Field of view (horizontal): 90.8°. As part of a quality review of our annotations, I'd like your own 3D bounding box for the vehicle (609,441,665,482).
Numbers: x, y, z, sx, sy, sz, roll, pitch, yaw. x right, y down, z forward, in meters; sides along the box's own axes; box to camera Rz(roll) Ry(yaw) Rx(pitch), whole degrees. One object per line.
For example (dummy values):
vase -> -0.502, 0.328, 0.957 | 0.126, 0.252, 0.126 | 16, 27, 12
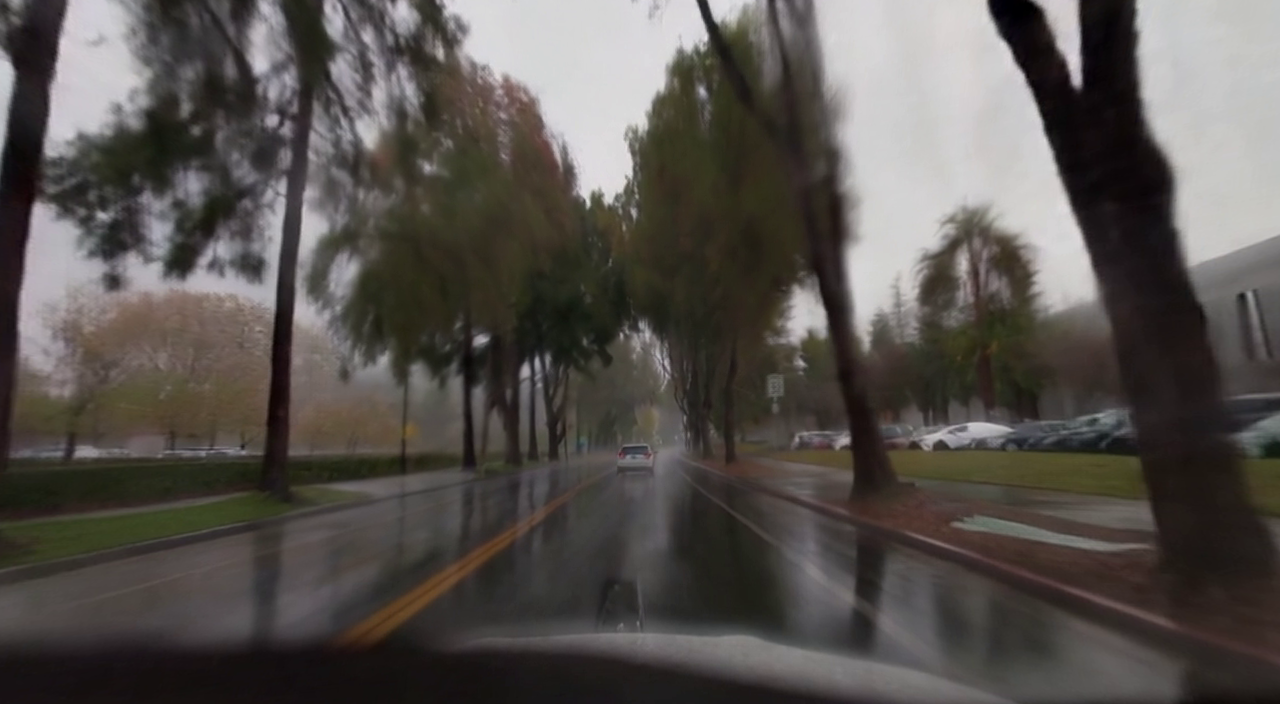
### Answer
vehicle -> -0.092, 4.578, 26.725 | 2.152, 1.574, 4.223 | -1, -8, 1
